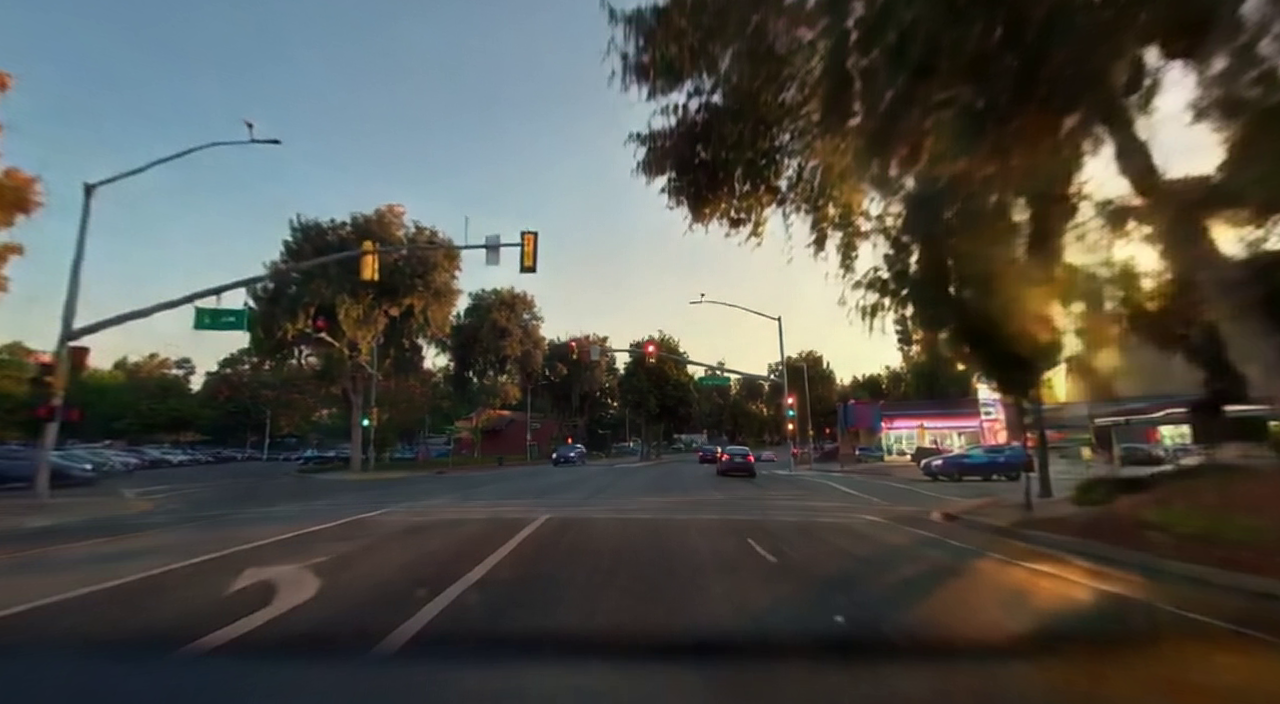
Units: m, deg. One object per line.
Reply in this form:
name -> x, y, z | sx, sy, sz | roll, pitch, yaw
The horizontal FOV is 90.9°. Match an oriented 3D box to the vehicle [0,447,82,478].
vehicle -> -37.769, 6.773, 38.693 | 2.194, 1.754, 5.433 | -1, -9, -4

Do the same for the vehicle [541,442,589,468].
vehicle -> -5.249, 7.269, 44.599 | 2.309, 1.702, 4.323 | -1, -9, 8

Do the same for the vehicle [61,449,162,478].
vehicle -> -32.251, 6.770, 38.673 | 1.967, 1.632, 4.962 | 0, -9, -1

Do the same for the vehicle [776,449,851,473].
vehicle -> 11.411, 7.186, 41.648 | 1.938, 1.466, 4.434 | 7, -11, -37

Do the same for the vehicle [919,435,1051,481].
vehicle -> 15.712, 4.848, 28.928 | 4.713, 1.969, 2.201 | 0, -9, -1

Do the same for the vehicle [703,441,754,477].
vehicle -> 4.460, 5.456, 32.457 | 2.311, 1.715, 4.287 | -1, -9, 4
